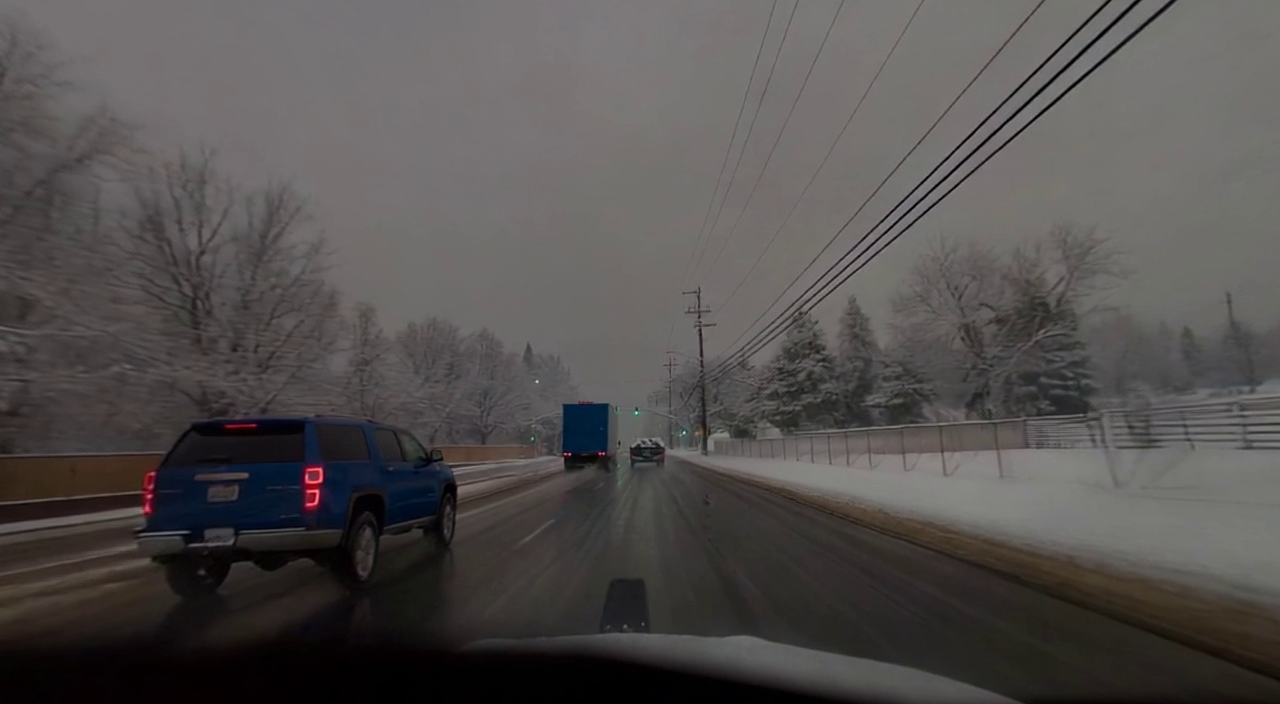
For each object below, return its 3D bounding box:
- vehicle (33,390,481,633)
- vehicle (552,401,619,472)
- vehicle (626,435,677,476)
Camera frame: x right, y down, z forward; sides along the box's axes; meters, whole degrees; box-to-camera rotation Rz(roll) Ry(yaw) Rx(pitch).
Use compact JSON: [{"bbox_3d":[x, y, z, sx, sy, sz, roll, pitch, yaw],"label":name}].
[{"bbox_3d":[-3.504,1.550,7.129,2.093,1.832,4.508,0,-9,2],"label":"vehicle"},{"bbox_3d":[-2.986,5.070,37.322,2.928,3.658,8.980,0,-8,2],"label":"vehicle"},{"bbox_3d":[0.513,4.794,29.389,2.174,1.749,4.113,0,-9,1],"label":"vehicle"}]
